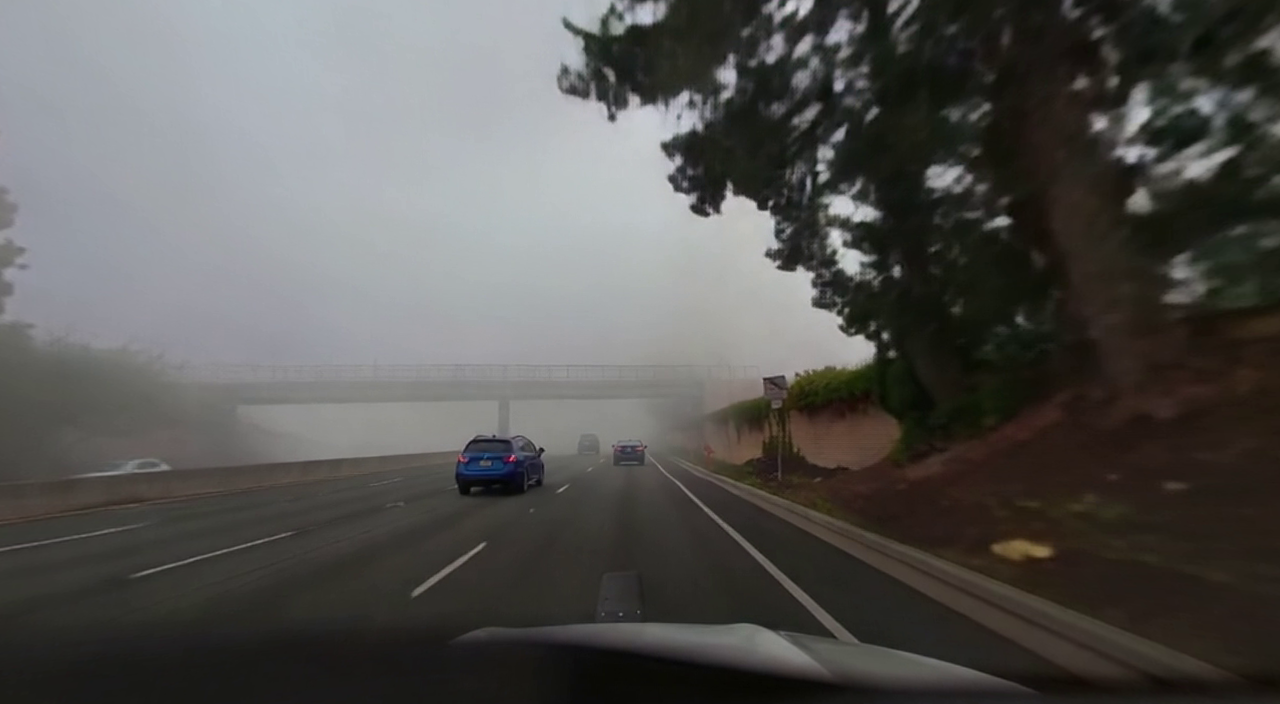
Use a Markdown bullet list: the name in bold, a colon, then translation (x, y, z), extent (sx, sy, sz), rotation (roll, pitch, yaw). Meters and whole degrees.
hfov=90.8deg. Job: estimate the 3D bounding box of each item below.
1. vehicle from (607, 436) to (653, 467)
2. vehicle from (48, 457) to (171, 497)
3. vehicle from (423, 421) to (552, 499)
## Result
- **vehicle**: translation (-0.507, 5.155, 32.813), extent (2.205, 1.509, 4.272), rotation (0, -8, -1)
- **vehicle**: translation (-24.808, 5.824, 29.816), extent (1.854, 1.645, 4.522), rotation (0, -8, 0)
- **vehicle**: translation (-3.862, 2.840, 16.979), extent (2.223, 1.771, 4.581), rotation (0, -8, 1)
